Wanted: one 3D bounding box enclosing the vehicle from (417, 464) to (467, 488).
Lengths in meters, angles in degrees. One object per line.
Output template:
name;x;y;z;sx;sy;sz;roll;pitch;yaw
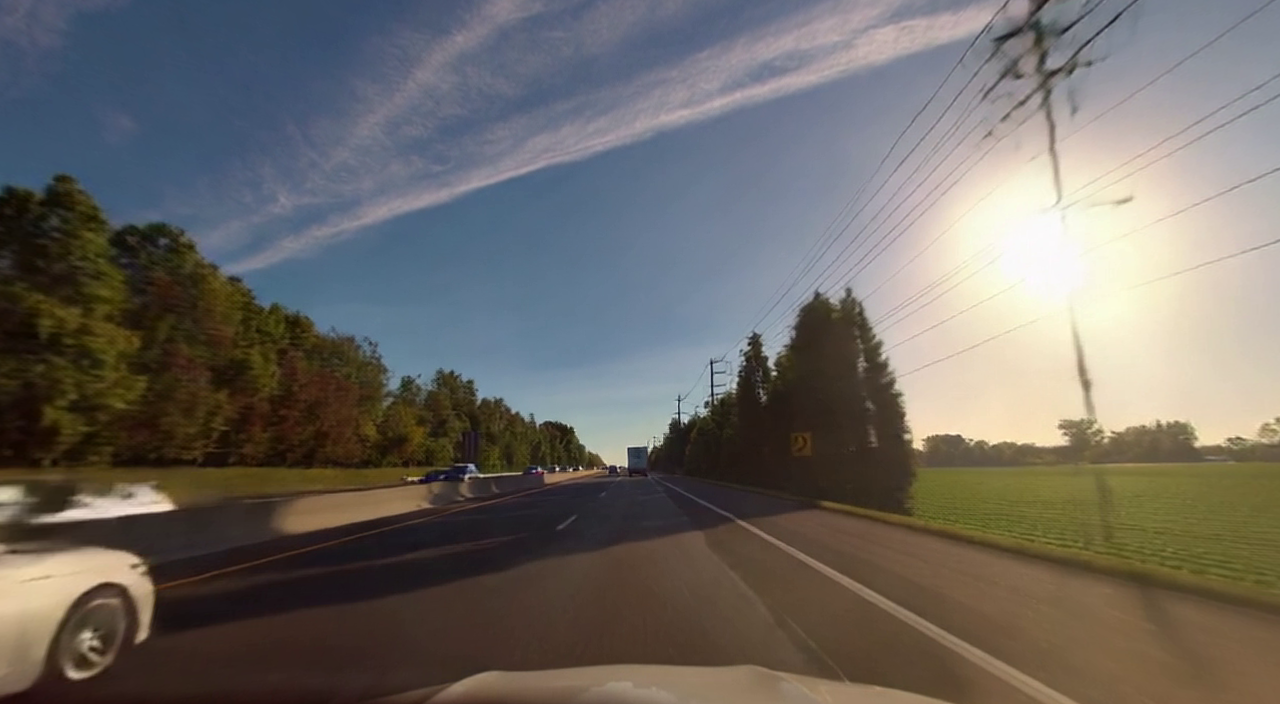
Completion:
vehicle;-12.014;7.556;38.511;1.731;1.369;3.999;1;-11;0

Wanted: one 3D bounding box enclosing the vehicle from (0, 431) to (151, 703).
vehicle;-4.070;0.831;1.484;2.000;1.462;4.721;1;-10;0
